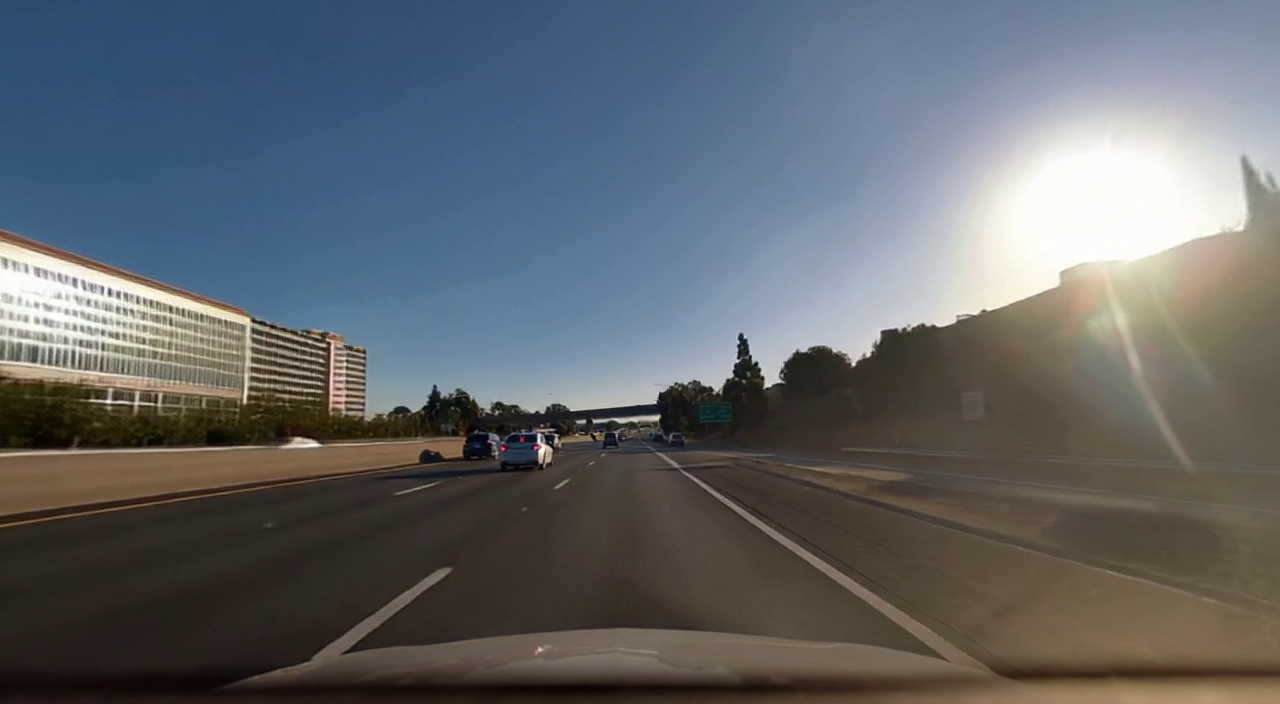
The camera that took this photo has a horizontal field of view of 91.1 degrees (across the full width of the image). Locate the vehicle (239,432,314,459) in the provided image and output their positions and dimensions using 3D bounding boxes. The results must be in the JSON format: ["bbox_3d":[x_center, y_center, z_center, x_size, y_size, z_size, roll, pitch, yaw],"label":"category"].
[{"bbox_3d":[-21.345,5.517,37.117,1.987,1.501,4.054,0,-8,0],"label":"vehicle"}]

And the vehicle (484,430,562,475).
[{"bbox_3d":[-4.178,3.664,23.216,1.996,1.490,4.571,0,-8,0],"label":"vehicle"}]

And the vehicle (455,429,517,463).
[{"bbox_3d":[-7.685,4.714,31.804,1.985,1.575,4.453,0,-8,1],"label":"vehicle"}]
